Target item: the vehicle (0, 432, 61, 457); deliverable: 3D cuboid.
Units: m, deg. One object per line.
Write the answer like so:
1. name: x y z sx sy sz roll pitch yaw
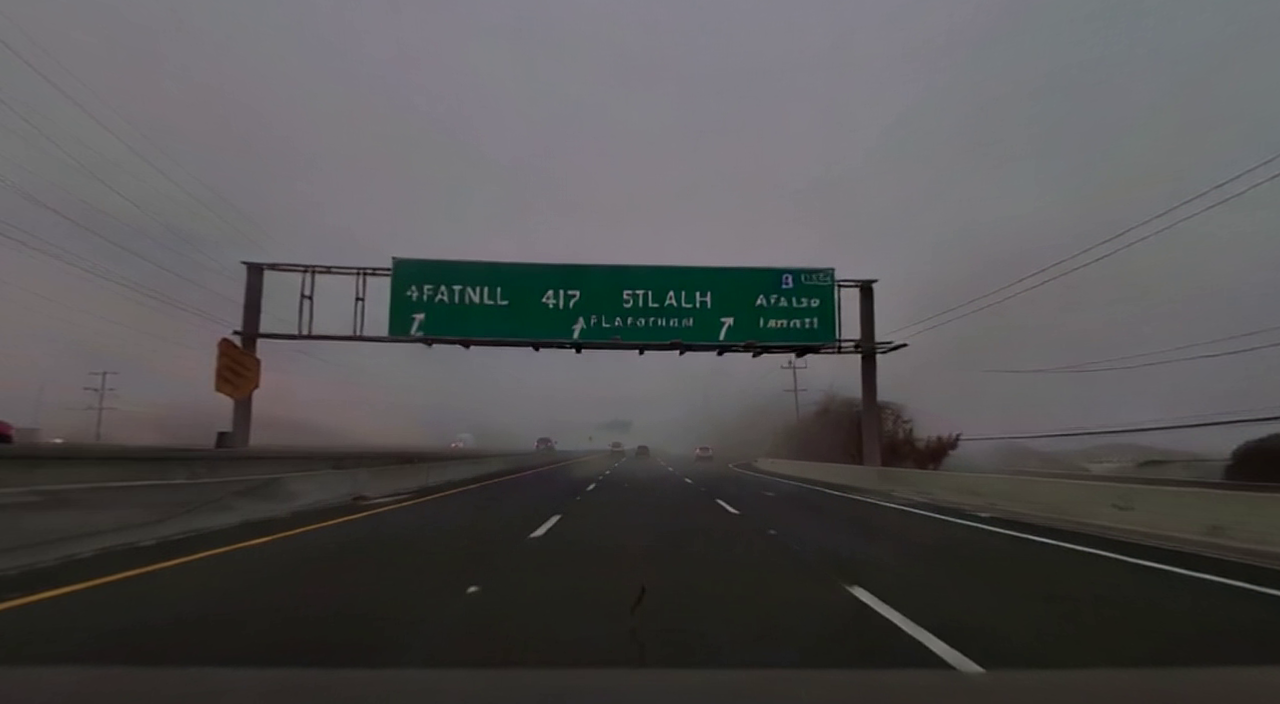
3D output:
1. vehicle: -39.489 5.839 39.840 1.820 1.472 4.489 0 -9 0
